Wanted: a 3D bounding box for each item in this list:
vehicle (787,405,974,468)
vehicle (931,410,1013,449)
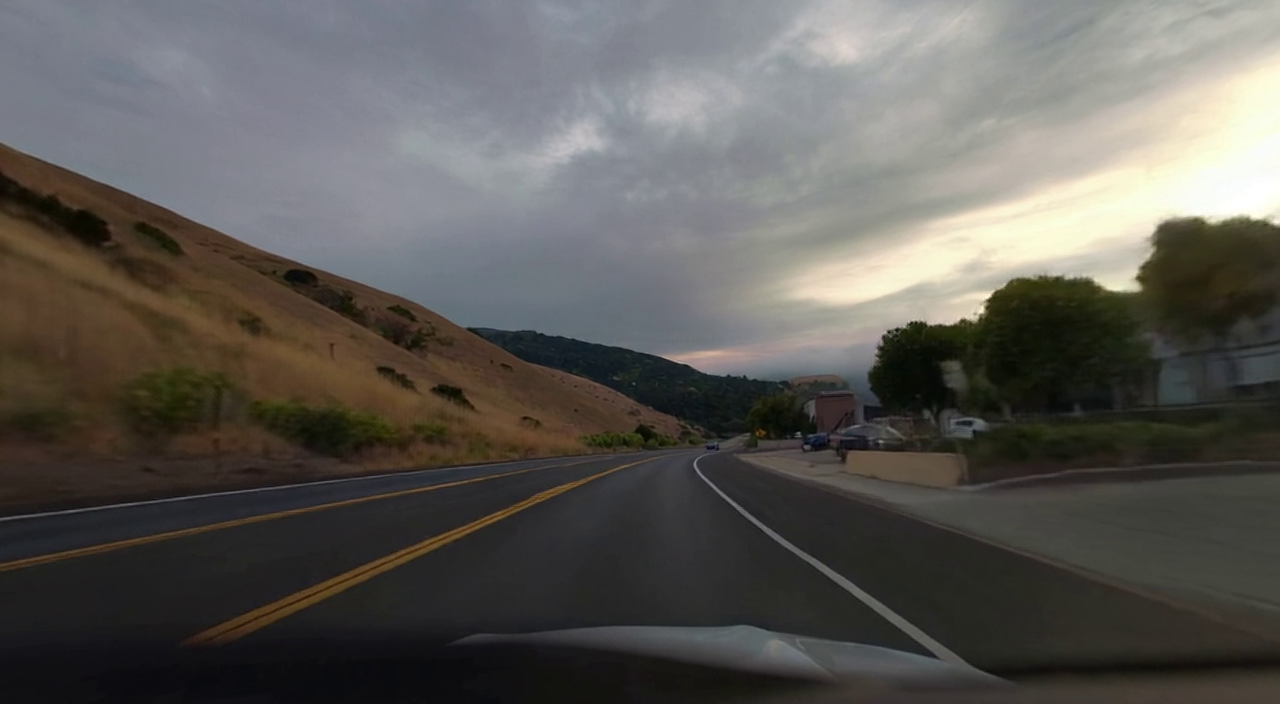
[{"bbox_3d":[9.042,3.353,24.480,2.216,1.887,6.388,2,-11,-37],"label":"vehicle"},{"bbox_3d":[20.049,4.782,38.382,2.164,1.875,4.545,-4,-10,-4],"label":"vehicle"}]
